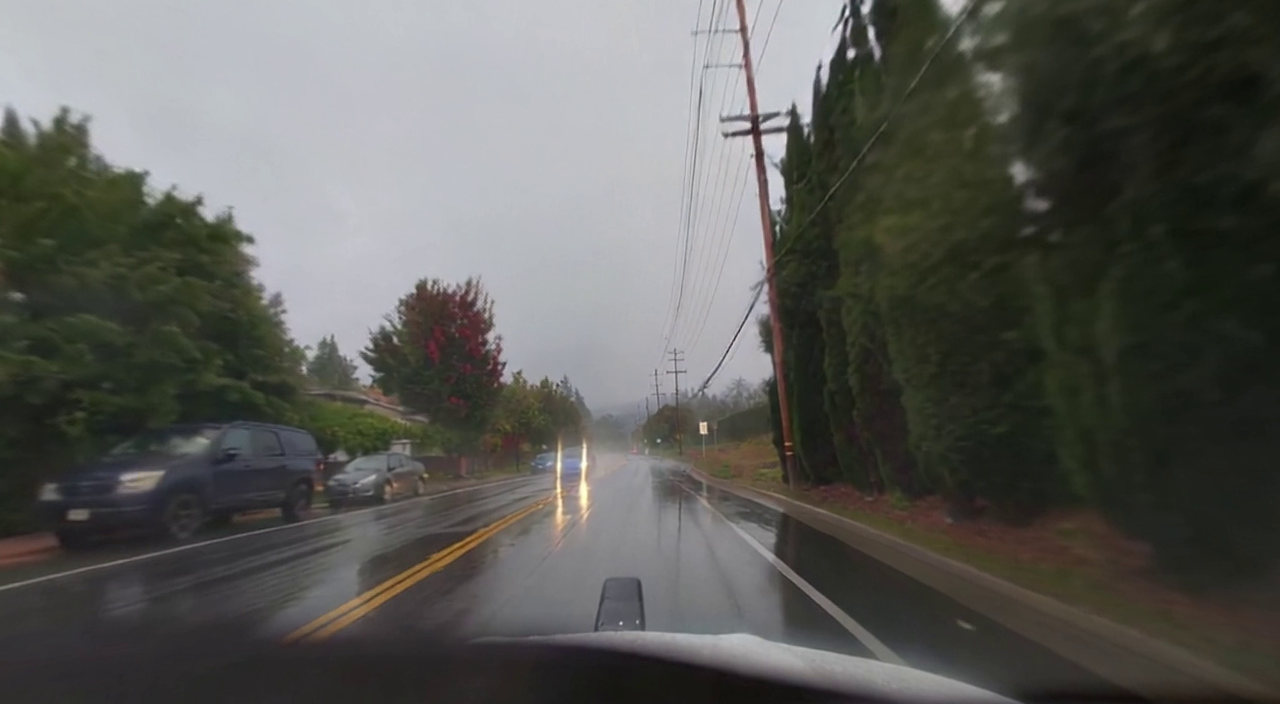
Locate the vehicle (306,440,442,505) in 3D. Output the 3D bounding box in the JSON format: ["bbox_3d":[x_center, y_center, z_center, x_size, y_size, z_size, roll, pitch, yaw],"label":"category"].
[{"bbox_3d":[-7.531,3.519,18.446,1.940,1.514,4.544,-4,-11,1],"label":"vehicle"}]

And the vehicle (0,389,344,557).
[{"bbox_3d":[-7.568,1.978,10.886,2.295,1.989,5.055,-7,-9,2],"label":"vehicle"}]

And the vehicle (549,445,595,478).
[{"bbox_3d":[-3.821,6.207,36.178,2.109,1.738,4.405,0,-8,0],"label":"vehicle"}]
